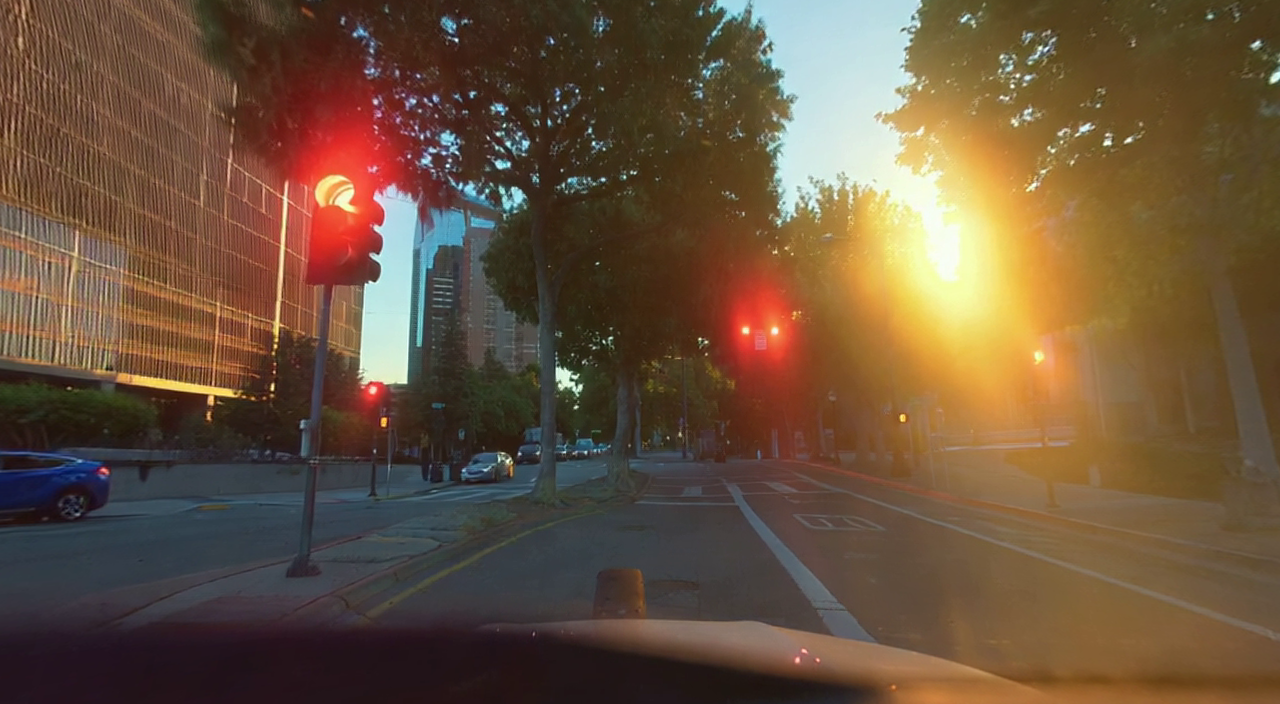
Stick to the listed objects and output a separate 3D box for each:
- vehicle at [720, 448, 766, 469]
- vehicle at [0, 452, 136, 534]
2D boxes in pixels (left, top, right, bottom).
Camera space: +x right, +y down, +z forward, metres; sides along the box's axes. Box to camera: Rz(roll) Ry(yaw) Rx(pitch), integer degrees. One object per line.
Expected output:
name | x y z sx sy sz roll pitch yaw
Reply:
vehicle | 7.859 8.125 48.418 1.829 1.440 4.384 2 -9 -14
vehicle | -12.859 2.716 12.273 4.598 1.490 1.816 7 -11 -40
